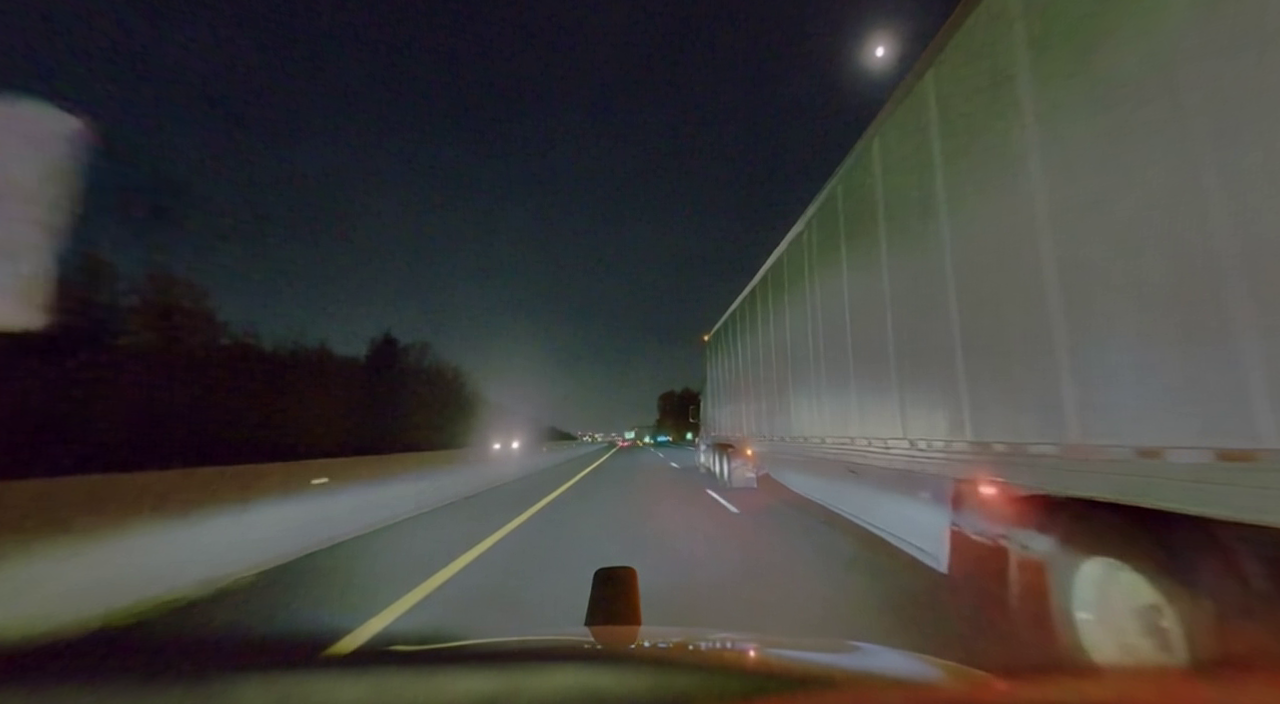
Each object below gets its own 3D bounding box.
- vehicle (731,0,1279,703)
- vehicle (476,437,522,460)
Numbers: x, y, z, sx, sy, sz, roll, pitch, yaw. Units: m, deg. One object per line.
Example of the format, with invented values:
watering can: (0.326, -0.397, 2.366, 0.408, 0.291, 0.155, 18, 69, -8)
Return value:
vehicle: (3.535, 0.150, 6.495, 2.954, 3.995, 13.335, 0, -8, -1)
vehicle: (-9.529, 6.539, 42.931, 2.106, 1.457, 4.262, 0, -8, 0)
